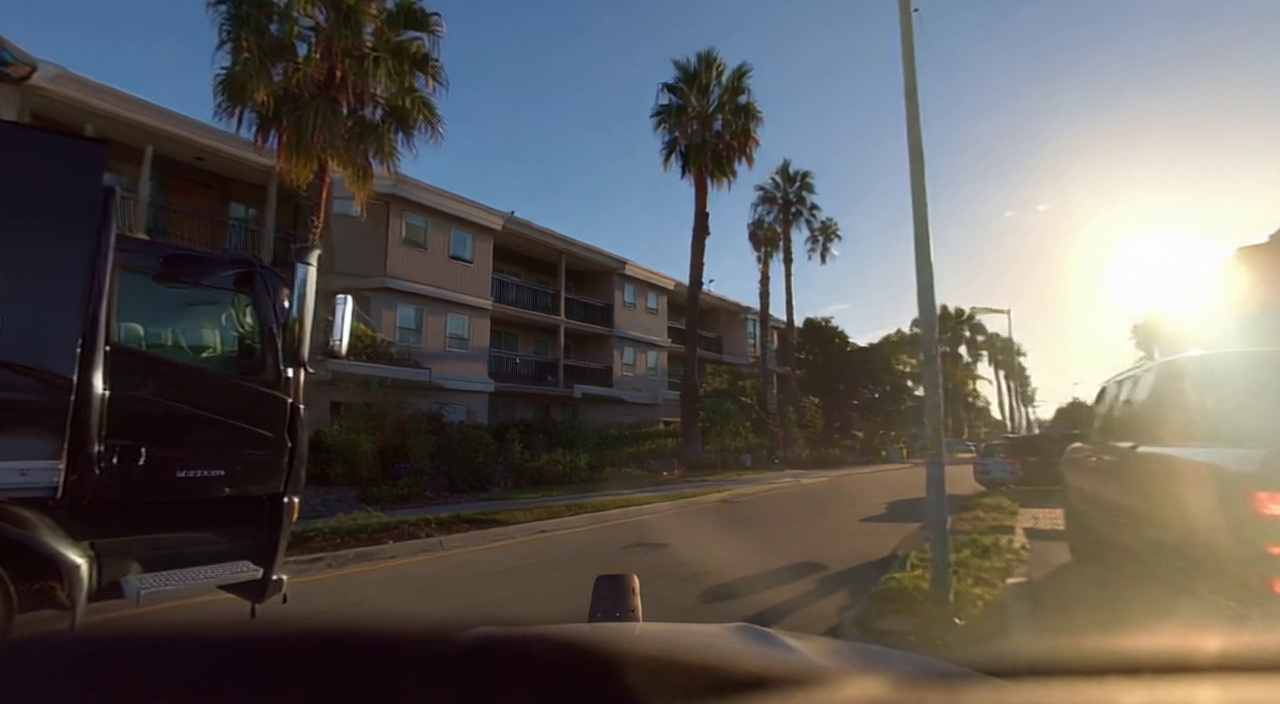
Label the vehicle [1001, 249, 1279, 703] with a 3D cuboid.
[{"bbox_3d":[4.374,0.967,4.660,2.418,2.078,5.866,-4,-9,25],"label":"vehicle"}]

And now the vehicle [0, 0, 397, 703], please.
[{"bbox_3d":[-5.712,-0.449,0.543,2.998,3.659,10.517,-5,-10,30],"label":"vehicle"}]
